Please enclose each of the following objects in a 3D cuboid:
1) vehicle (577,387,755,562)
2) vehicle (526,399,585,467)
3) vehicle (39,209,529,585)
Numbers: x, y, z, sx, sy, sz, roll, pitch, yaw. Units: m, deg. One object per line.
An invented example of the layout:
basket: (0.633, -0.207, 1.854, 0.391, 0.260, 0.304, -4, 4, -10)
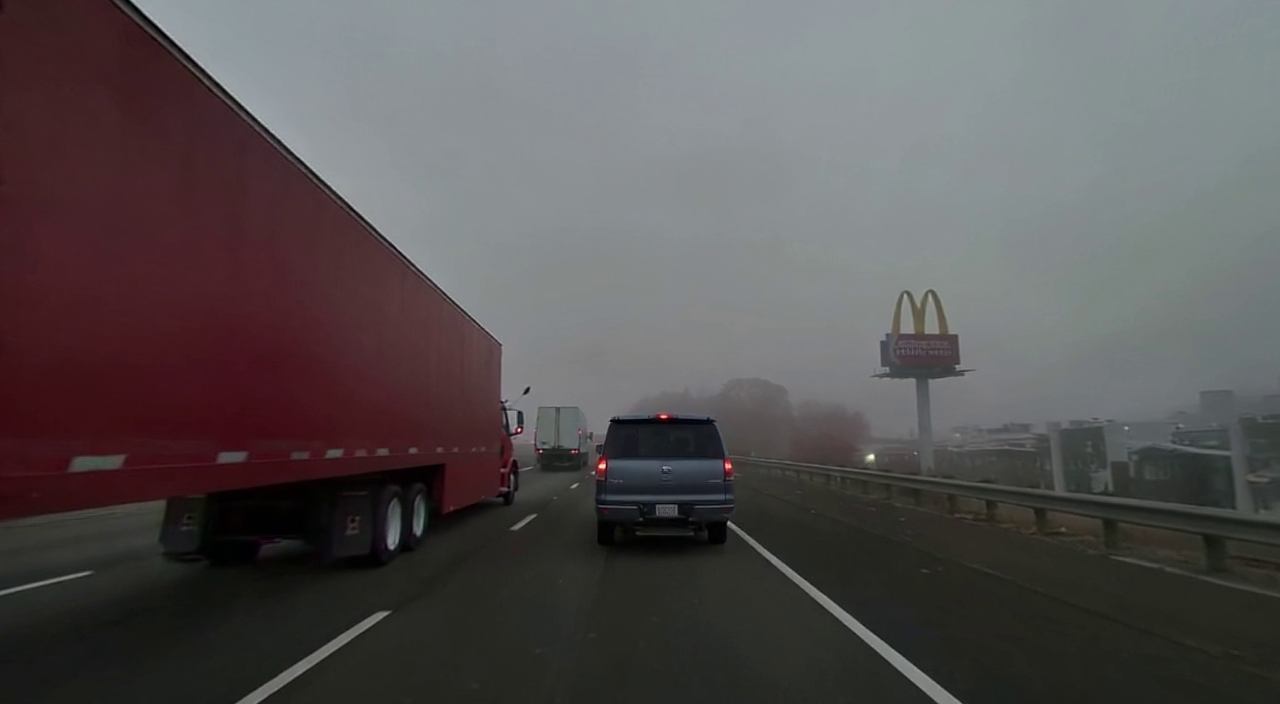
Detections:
vehicle: (0.196, 1.650, 9.041, 1.947, 1.910, 4.040, 0, -9, -3)
vehicle: (-4.896, 5.007, 38.178, 2.617, 3.604, 9.499, 0, -9, -2)
vehicle: (-3.971, 0.980, 10.111, 2.814, 3.513, 8.529, 0, -9, 0)
